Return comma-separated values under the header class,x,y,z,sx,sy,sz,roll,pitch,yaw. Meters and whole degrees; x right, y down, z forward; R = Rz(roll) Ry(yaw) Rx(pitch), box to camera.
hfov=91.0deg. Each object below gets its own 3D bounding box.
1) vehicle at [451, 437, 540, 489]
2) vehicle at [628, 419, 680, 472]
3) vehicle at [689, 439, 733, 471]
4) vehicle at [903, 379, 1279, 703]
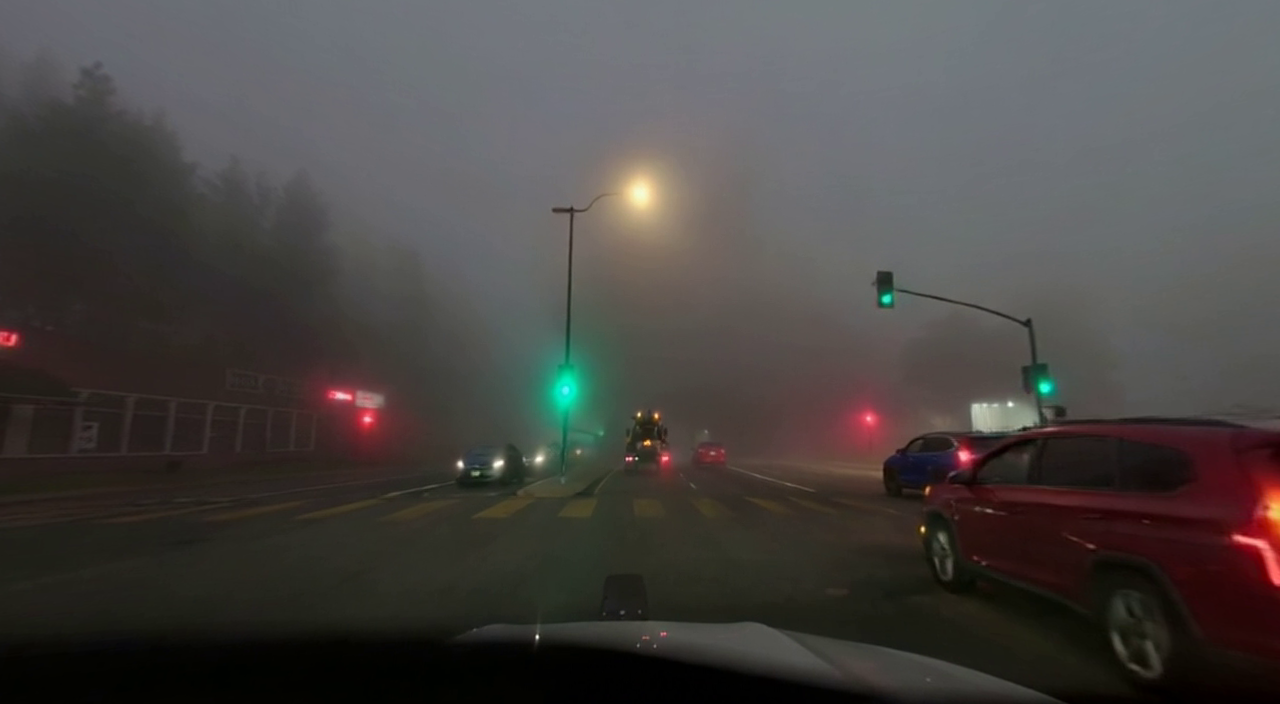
class,x,y,z,sx,sy,sz,roll,pitch,yaw
vehicle,-4.633,3.610,20.916,2.001,1.518,4.316,0,-8,-1
vehicle,0.663,4.854,32.931,2.370,2.518,3.858,-1,-7,-3
vehicle,4.072,5.942,36.720,2.025,1.754,4.311,0,-8,-1
vehicle,3.602,1.156,4.151,2.025,1.618,3.949,0,-8,0
